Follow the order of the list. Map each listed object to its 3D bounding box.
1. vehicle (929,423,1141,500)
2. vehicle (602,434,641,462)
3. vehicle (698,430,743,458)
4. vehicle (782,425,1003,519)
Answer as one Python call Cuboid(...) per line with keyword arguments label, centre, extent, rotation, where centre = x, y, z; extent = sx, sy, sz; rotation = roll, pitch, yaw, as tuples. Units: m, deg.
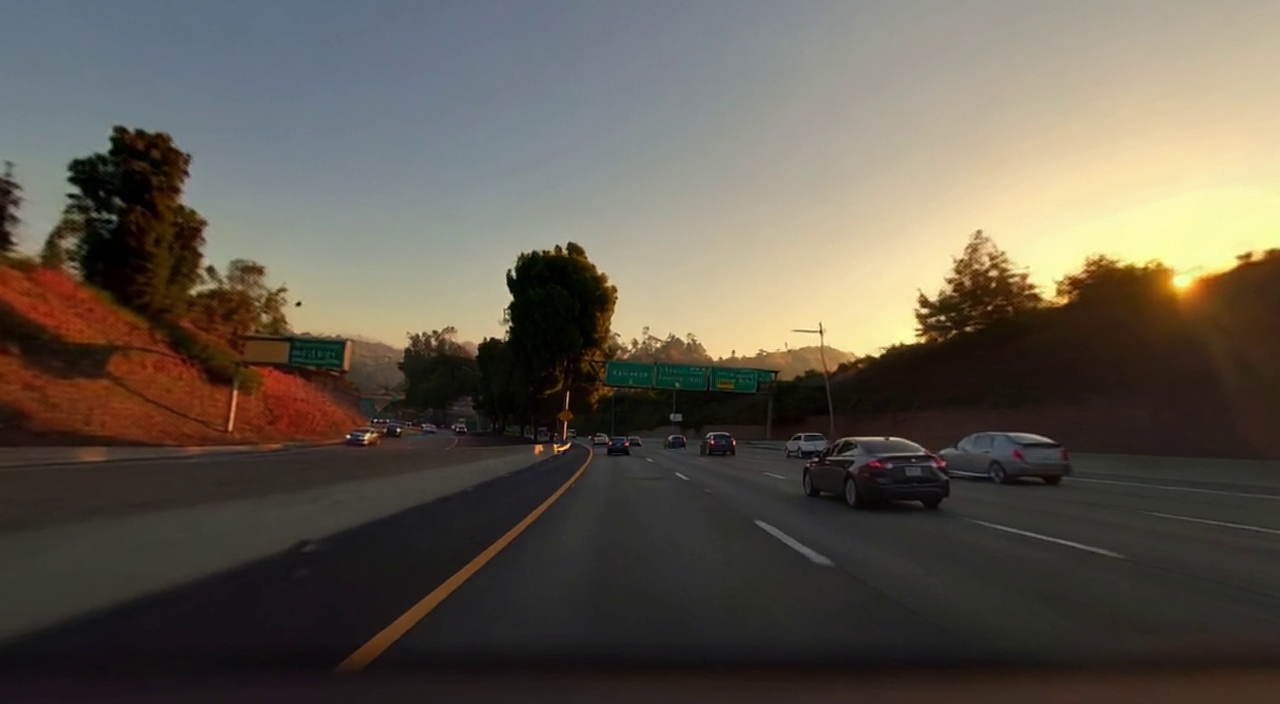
Cuboid(label="vehicle", centre=(9.488, 2.679, 15.807), extent=(2.056, 1.609, 4.761), rotation=(1, -8, -3))
Cuboid(label="vehicle", centre=(-1.137, 5.636, 37.254), extent=(2.090, 1.510, 4.280), rotation=(1, -8, -4))
Cuboid(label="vehicle", centre=(5.097, 5.926, 40.653), extent=(2.094, 1.652, 3.955), rotation=(1, -8, -5))
Cuboid(label="vehicle", centre=(4.611, 2.283, 12.561), extent=(2.196, 1.494, 4.735), rotation=(1, -8, -4))
